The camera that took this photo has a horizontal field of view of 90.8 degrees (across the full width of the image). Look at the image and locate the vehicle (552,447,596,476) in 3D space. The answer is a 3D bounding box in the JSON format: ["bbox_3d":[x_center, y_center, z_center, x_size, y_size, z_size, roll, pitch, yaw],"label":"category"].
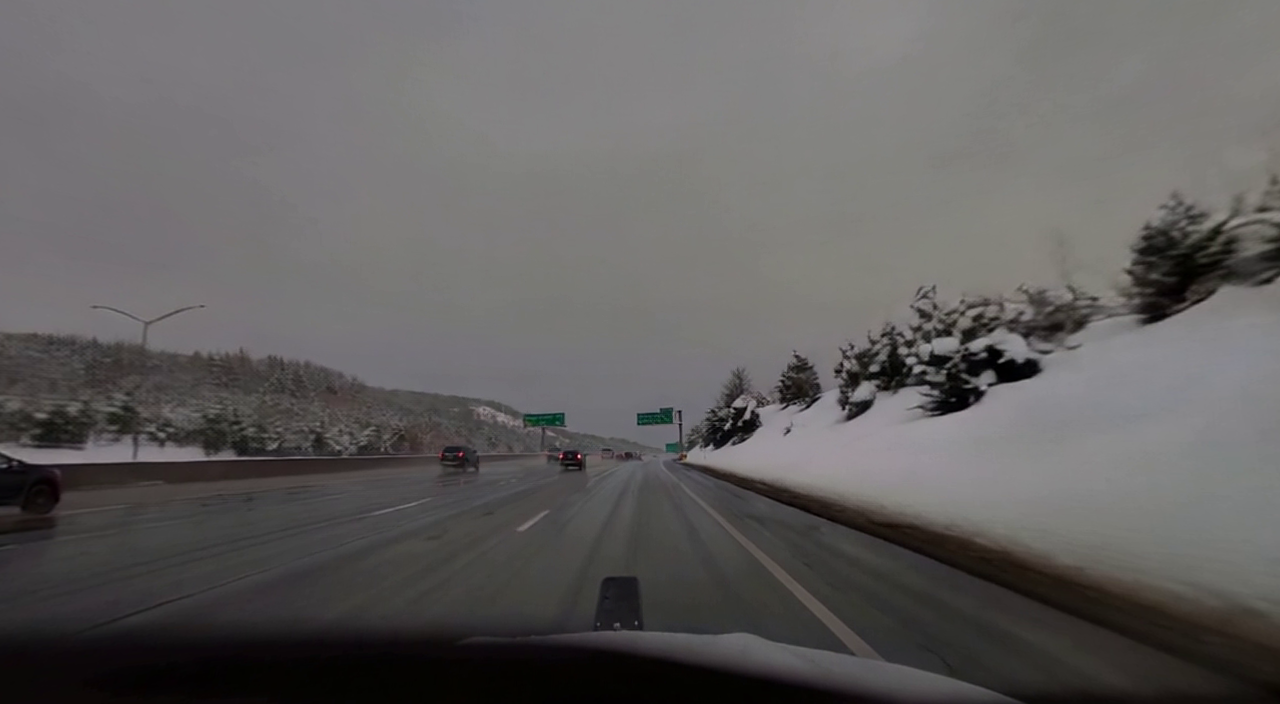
[{"bbox_3d":[-3.602,6.063,35.259,1.931,1.492,4.076,0,-9,1],"label":"vehicle"}]

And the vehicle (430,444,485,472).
[{"bbox_3d":[-12.190,7.086,42.468,2.076,1.766,4.831,0,-9,2],"label":"vehicle"}]
